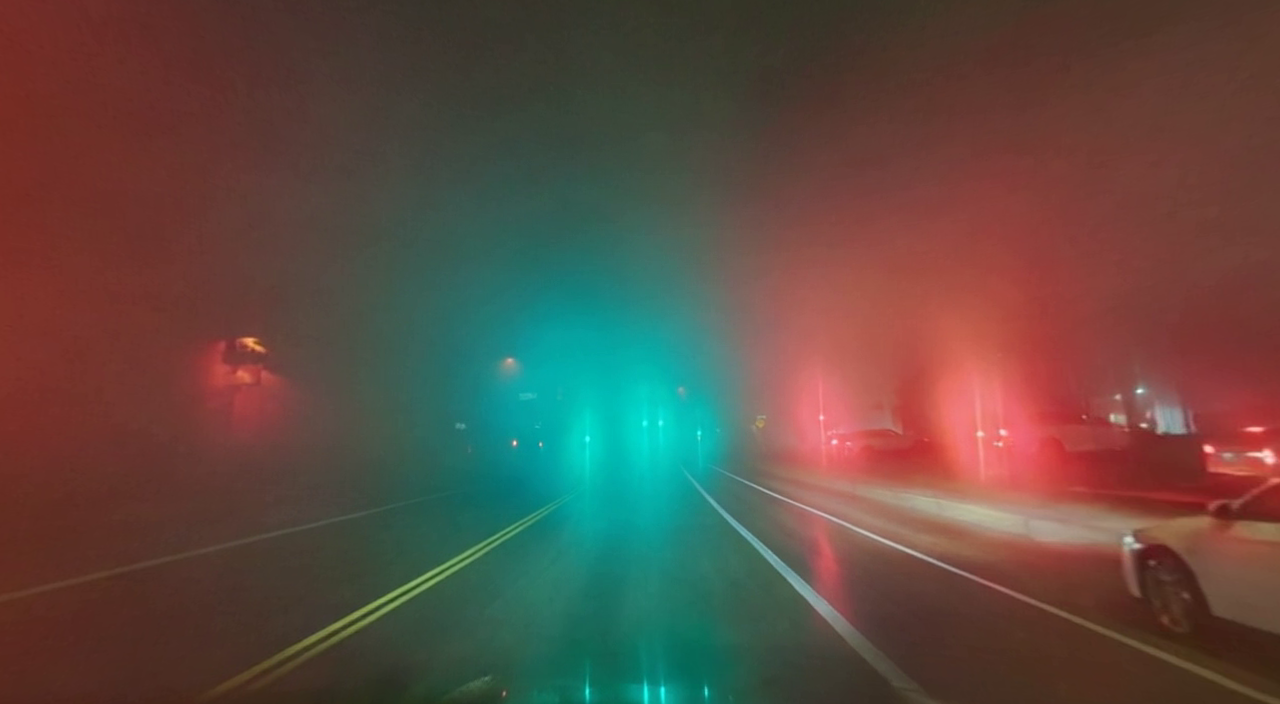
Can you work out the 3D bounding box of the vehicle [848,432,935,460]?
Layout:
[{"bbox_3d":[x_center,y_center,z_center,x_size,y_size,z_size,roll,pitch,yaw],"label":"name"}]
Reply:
[{"bbox_3d":[14.334,5.368,36.129,4.167,1.476,1.871,-1,-8,1],"label":"vehicle"}]

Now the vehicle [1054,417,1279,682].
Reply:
[{"bbox_3d":[4.532,1.025,3.024,2.006,1.448,4.671,0,-8,2],"label":"vehicle"}]
